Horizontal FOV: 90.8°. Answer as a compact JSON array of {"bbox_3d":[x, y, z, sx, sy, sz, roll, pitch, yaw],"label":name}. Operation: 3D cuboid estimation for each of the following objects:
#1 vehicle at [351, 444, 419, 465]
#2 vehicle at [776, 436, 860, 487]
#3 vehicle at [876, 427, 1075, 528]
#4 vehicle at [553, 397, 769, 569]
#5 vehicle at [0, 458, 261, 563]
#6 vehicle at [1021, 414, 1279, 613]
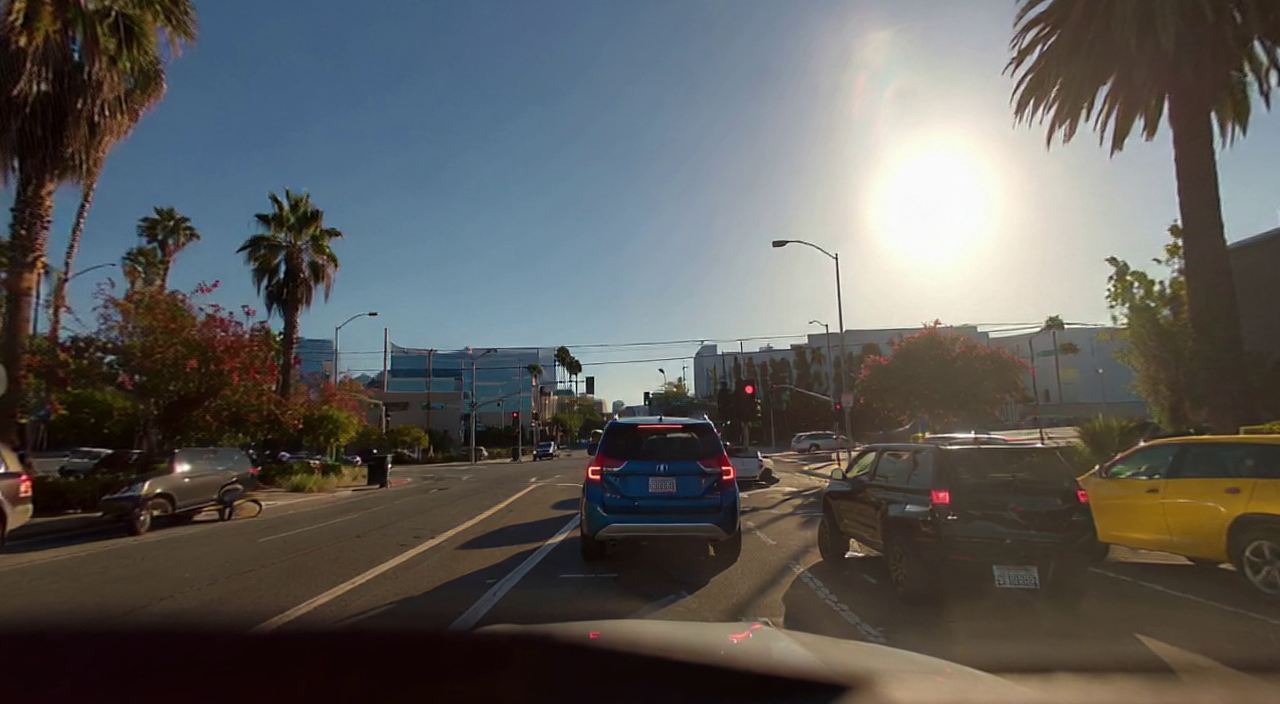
[{"bbox_3d":[-18.750,7.574,46.664,1.759,1.457,4.297,-7,-11,37],"label":"vehicle"},{"bbox_3d":[6.518,4.042,23.606,1.948,1.729,4.023,0,-8,0],"label":"vehicle"},{"bbox_3d":[6.668,2.521,13.238,1.930,1.736,4.329,-1,-8,3],"label":"vehicle"},{"bbox_3d":[0.261,1.696,8.871,2.264,1.798,4.258,0,-8,1],"label":"vehicle"},{"bbox_3d":[-9.582,2.806,11.889,2.054,1.467,4.595,-3,-9,0],"label":"vehicle"},{"bbox_3d":[6.440,1.599,6.920,1.935,1.672,4.139,0,-8,1],"label":"vehicle"}]
